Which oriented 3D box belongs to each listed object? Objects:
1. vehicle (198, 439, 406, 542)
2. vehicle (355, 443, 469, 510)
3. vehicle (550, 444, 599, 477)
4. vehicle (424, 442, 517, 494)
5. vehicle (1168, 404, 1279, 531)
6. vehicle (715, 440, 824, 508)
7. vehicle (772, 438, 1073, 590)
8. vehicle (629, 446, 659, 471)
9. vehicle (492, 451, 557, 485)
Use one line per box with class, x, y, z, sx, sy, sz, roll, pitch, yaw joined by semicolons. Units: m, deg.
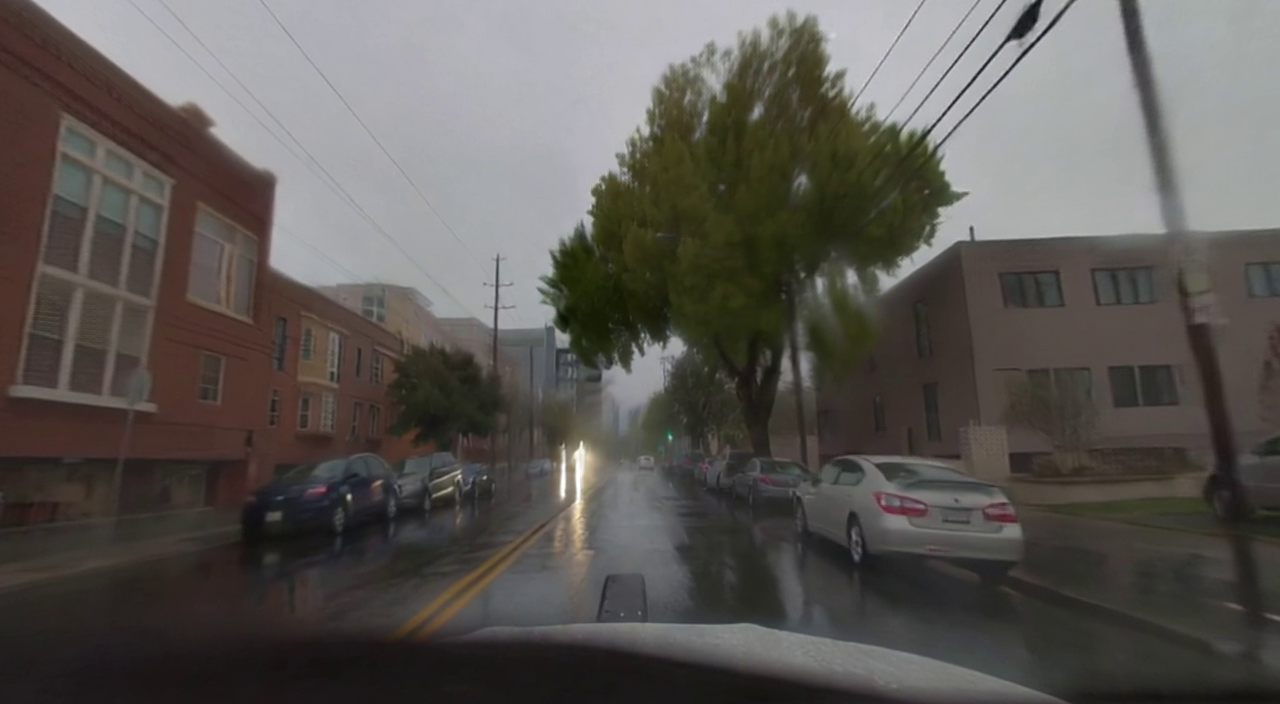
vehicle;-6.847;2.852;13.595;1.930;1.756;4.955;0;-10;-3
vehicle;-6.771;3.754;19.340;1.925;1.759;4.396;0;-10;-1
vehicle;-3.857;6.563;38.118;2.236;1.834;4.743;-1;-10;3
vehicle;-6.804;4.779;26.177;2.263;1.882;5.706;0;-10;0
vehicle;9.759;1.499;8.345;1.968;1.713;4.379;-3;-11;6
vehicle;3.280;3.225;16.921;1.895;1.553;4.235;0;-10;-1
vehicle;3.261;1.981;8.518;1.885;1.464;4.466;0;-10;-1
vehicle;0.237;7.889;46.637;2.059;1.736;3.994;0;-10;-1
vehicle;-5.819;5.750;31.388;1.994;1.510;4.802;4;-11;-24
